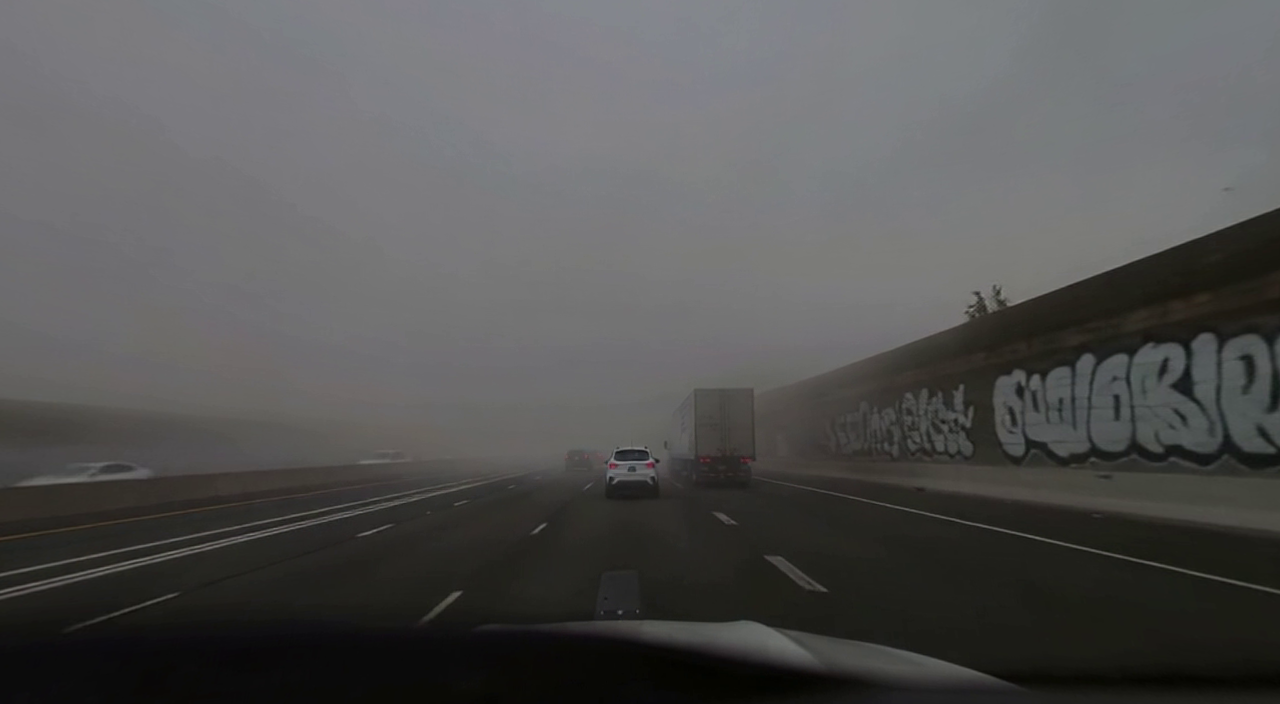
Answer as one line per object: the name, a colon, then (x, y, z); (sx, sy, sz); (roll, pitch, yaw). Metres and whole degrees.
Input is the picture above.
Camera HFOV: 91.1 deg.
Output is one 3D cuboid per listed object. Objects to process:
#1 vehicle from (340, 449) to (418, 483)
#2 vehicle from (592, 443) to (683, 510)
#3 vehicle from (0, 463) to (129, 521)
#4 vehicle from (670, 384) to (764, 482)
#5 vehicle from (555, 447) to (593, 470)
vehicle: (-12.656, 5.532, 30.860); (1.927, 1.477, 4.508); (0, -9, 0)
vehicle: (-0.096, 3.111, 16.248); (2.033, 1.468, 4.015); (0, -9, -1)
vehicle: (-18.043, 4.124, 18.809); (1.738, 1.426, 4.342); (-1, -9, 2)
vehicle: (3.544, 4.437, 33.365); (2.902, 4.014, 14.446); (0, -9, -1)
vehicle: (-4.395, 7.196, 42.713); (2.067, 1.481, 4.085); (-1, -9, 1)
